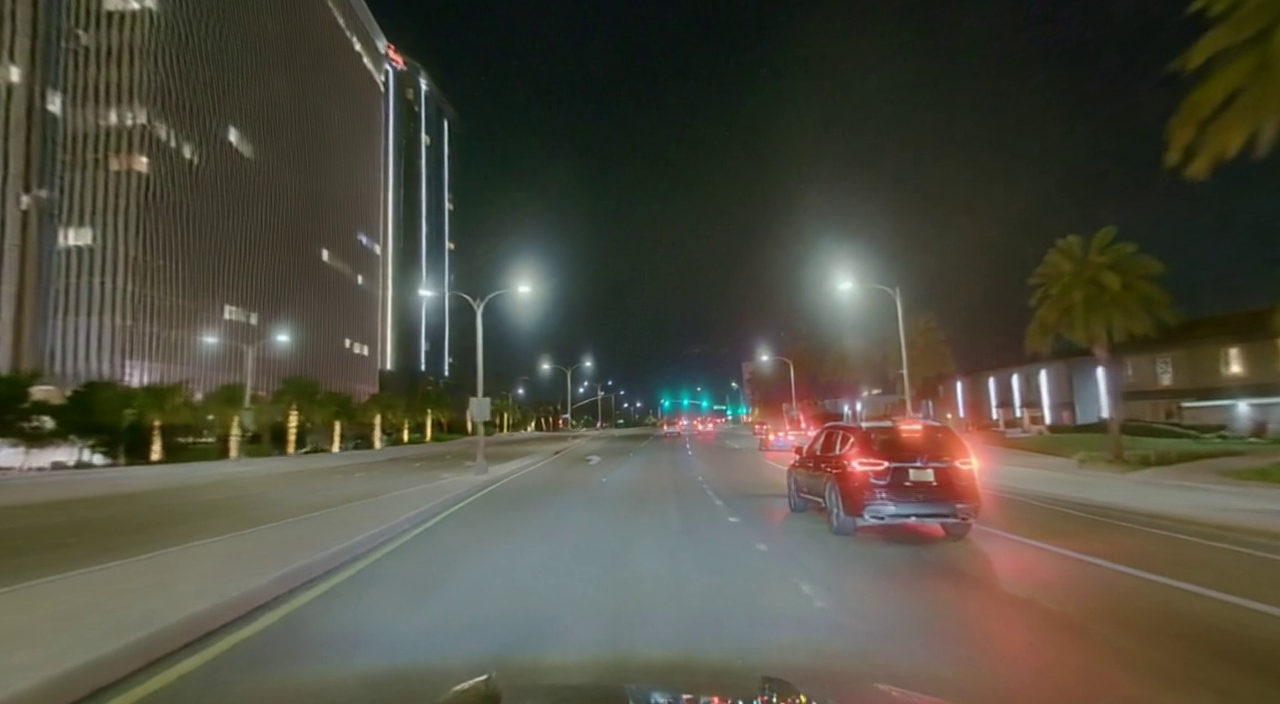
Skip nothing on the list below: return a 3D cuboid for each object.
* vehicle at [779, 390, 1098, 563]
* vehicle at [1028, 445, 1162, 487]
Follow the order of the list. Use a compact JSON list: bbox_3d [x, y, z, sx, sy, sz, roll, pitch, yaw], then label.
[{"bbox_3d":[3.659,1.680,9.057,2.219,1.795,4.718,0,-9,0],"label":"vehicle"},{"bbox_3d":[17.355,4.364,24.430,1.869,1.438,4.366,0,-9,-1],"label":"vehicle"}]
